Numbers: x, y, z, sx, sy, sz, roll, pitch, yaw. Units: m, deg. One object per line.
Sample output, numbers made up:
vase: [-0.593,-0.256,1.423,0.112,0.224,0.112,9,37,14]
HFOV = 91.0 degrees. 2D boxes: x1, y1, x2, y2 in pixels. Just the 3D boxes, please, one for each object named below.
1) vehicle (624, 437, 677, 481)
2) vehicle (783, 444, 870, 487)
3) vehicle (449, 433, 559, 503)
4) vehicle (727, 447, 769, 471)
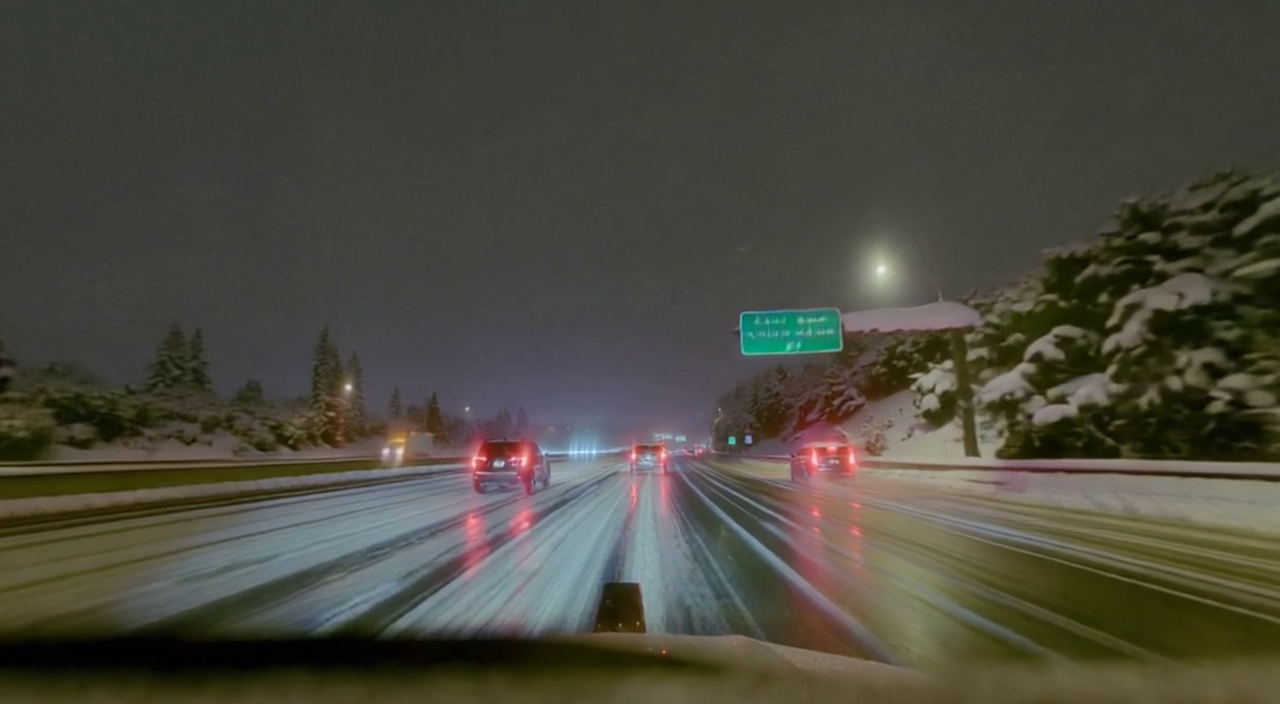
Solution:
vehicle: [0.494,4.987,29.594,2.270,1.862,4.949,0,-9,1]
vehicle: [6.977,4.280,24.058,1.936,1.480,4.373,0,-9,0]
vehicle: [-3.774,3.311,18.345,2.142,1.759,4.297,0,-9,2]
vehicle: [7.044,7.032,41.529,2.005,1.456,4.287,0,-9,0]
